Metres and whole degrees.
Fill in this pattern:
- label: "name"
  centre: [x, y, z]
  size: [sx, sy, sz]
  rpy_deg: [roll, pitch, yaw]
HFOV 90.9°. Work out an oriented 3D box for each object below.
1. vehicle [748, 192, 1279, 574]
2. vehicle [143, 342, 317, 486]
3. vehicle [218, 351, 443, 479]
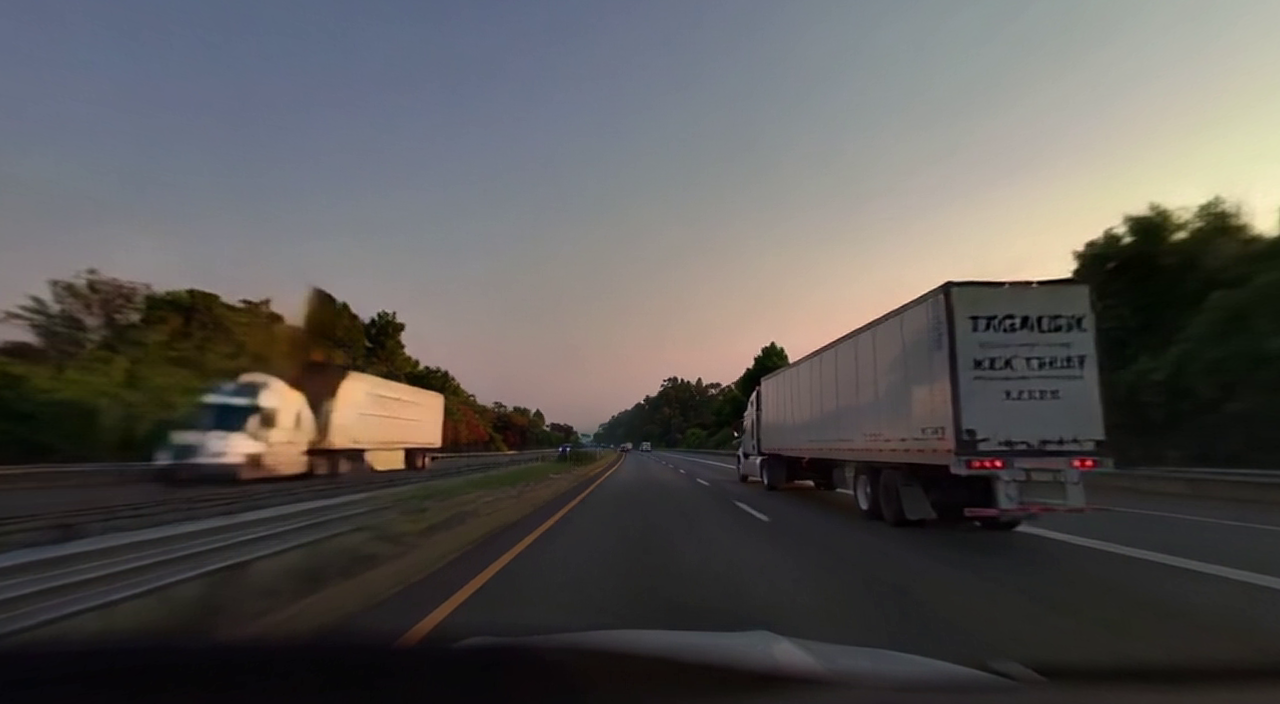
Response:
- label: "vehicle"
  centre: [5.211, 1.340, 13.767]
  size: [2.983, 4.030, 14.444]
  rpy_deg: [0, -9, -1]
- label: "vehicle"
  centre: [-12.584, 1.978, 19.694]
  size: [3.266, 4.192, 2.746]
  rpy_deg: [0, -9, 0]
- label: "vehicle"
  centre: [-12.601, 3.149, 28.201]
  size: [3.221, 4.368, 13.553]
  rpy_deg: [0, -9, 0]
